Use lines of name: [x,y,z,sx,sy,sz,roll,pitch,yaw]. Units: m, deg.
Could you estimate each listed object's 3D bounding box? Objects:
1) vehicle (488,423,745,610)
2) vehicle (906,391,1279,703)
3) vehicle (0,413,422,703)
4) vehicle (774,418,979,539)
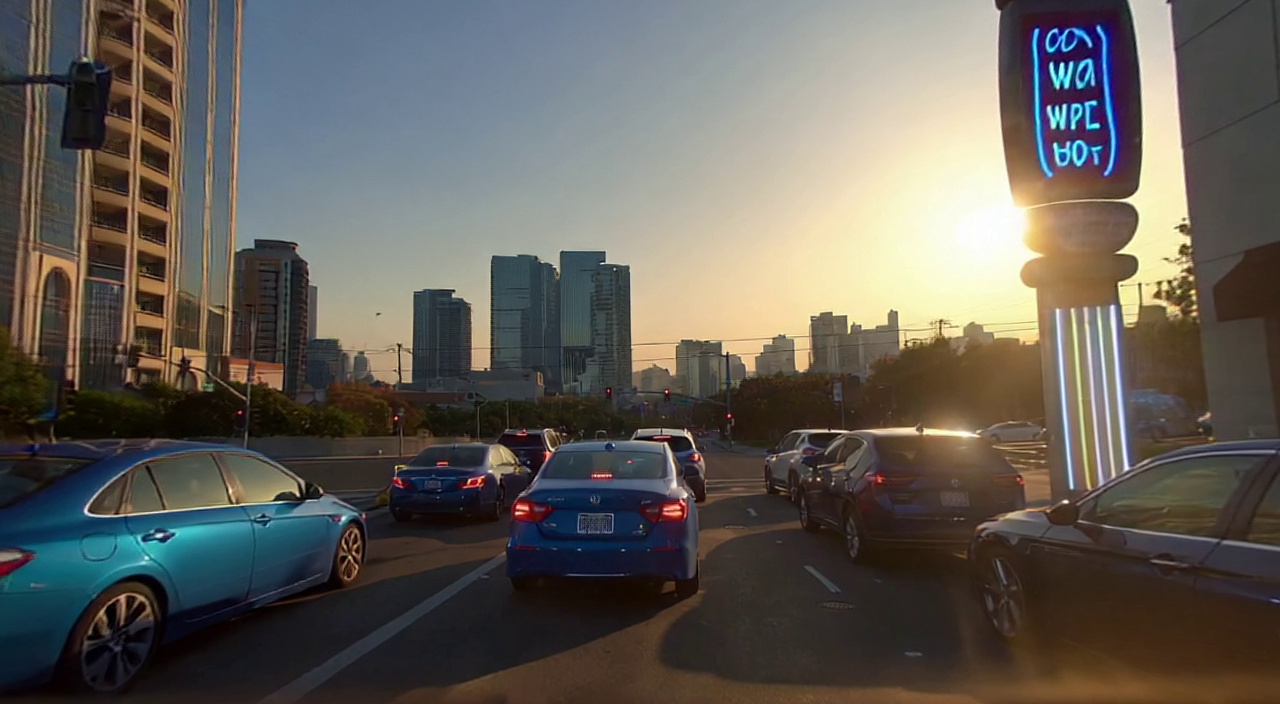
vehicle: [-0.175,1.618,7.120,2.059,1.477,3.988,0,-8,0]
vehicle: [3.407,1.067,3.493,1.981,1.499,4.536,-1,-8,2]
vehicle: [-3.410,1.298,4.718,1.980,1.454,4.226,0,-8,1]
vehicle: [3.775,2.098,11.024,2.007,1.683,4.171,0,-8,1]
